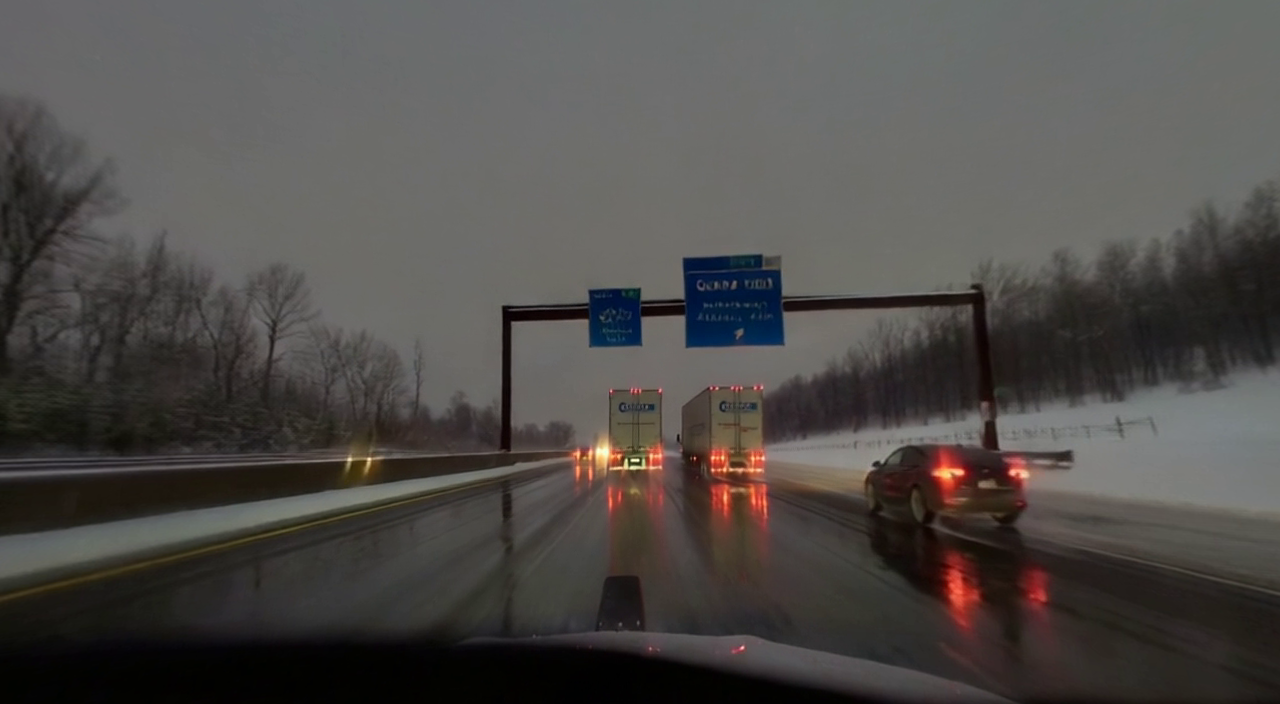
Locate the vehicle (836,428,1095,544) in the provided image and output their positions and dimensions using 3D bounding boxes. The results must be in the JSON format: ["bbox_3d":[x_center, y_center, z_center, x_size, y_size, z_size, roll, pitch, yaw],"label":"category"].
[{"bbox_3d":[5.110,2.171,10.915,2.086,1.530,4.808,-1,-9,3],"label":"vehicle"}]

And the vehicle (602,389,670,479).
[{"bbox_3d":[-0.179,4.222,31.844,2.864,3.805,9.709,0,-9,0],"label":"vehicle"}]

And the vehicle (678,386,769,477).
[{"bbox_3d":[4.246,4.723,36.187,3.044,4.128,14.482,0,-9,-1],"label":"vehicle"}]
